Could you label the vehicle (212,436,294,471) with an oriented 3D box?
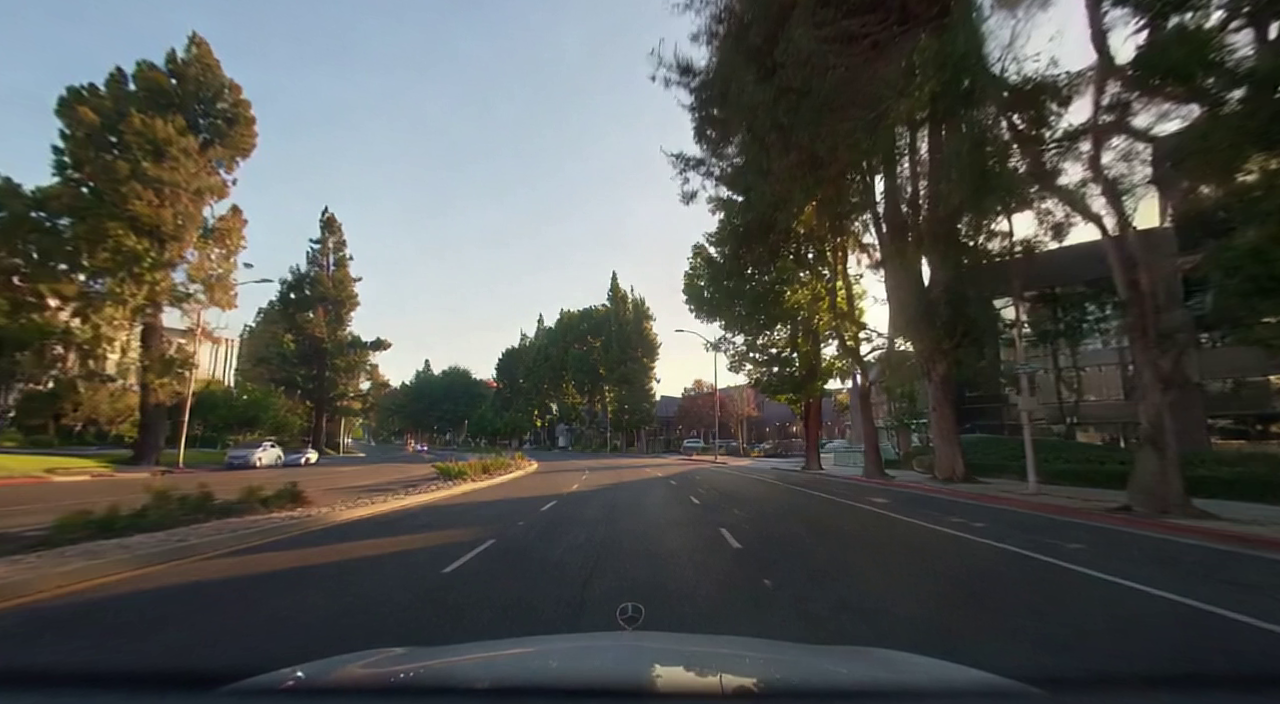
[{"bbox_3d":[-23.074,6.066,37.847,2.387,1.951,4.827,1,-9,-9],"label":"vehicle"}]
